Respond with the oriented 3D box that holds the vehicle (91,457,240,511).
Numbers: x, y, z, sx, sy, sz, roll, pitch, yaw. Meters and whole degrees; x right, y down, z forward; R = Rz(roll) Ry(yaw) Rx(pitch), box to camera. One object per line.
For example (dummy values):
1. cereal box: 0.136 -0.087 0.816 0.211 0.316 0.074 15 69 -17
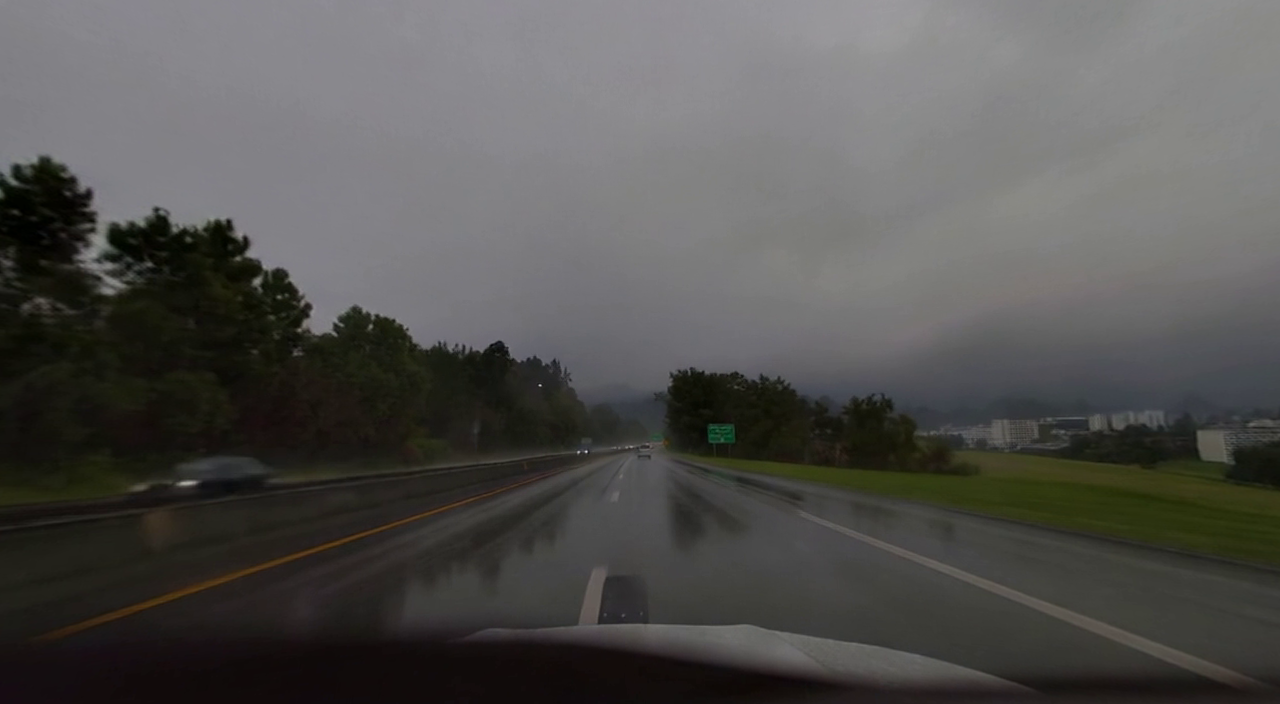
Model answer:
1. vehicle: -15.378 4.243 20.743 1.779 1.537 4.036 0 -9 -1
